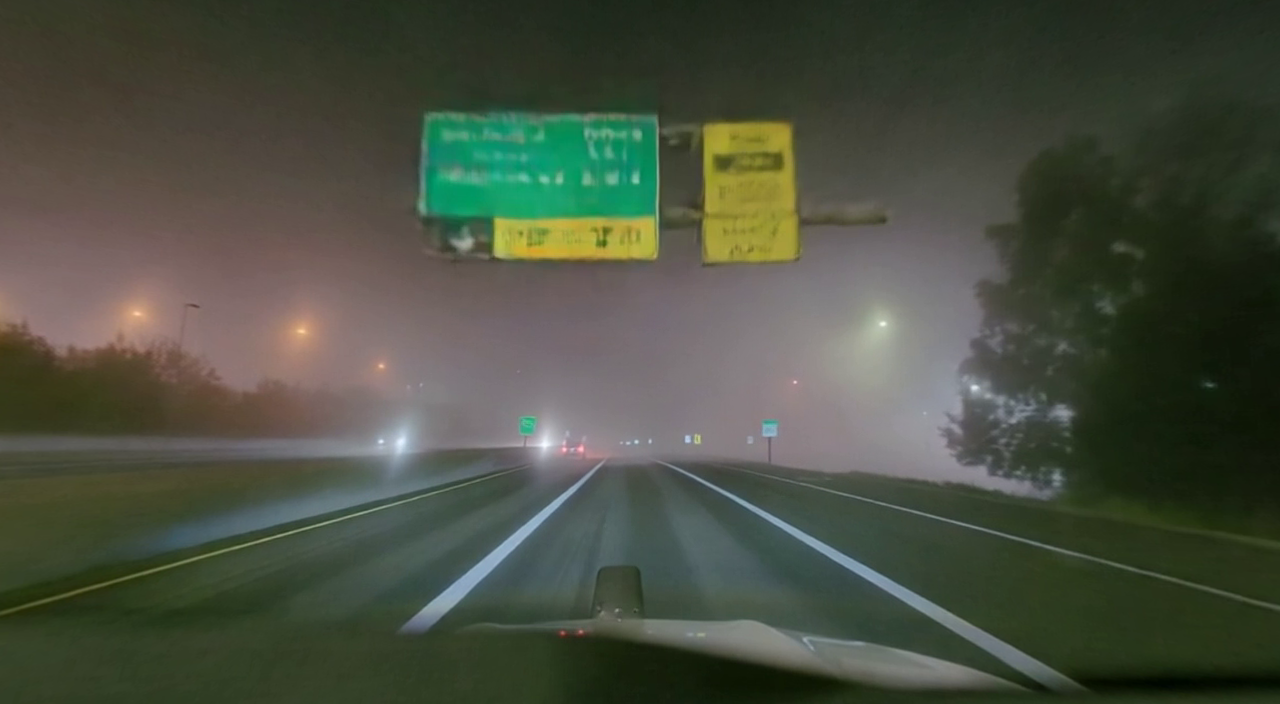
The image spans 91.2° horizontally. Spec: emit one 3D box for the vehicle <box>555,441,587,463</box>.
[{"bbox_3d":[-5.066,7.432,46.638,2.008,1.521,4.129,0,-9,-1],"label":"vehicle"}]
